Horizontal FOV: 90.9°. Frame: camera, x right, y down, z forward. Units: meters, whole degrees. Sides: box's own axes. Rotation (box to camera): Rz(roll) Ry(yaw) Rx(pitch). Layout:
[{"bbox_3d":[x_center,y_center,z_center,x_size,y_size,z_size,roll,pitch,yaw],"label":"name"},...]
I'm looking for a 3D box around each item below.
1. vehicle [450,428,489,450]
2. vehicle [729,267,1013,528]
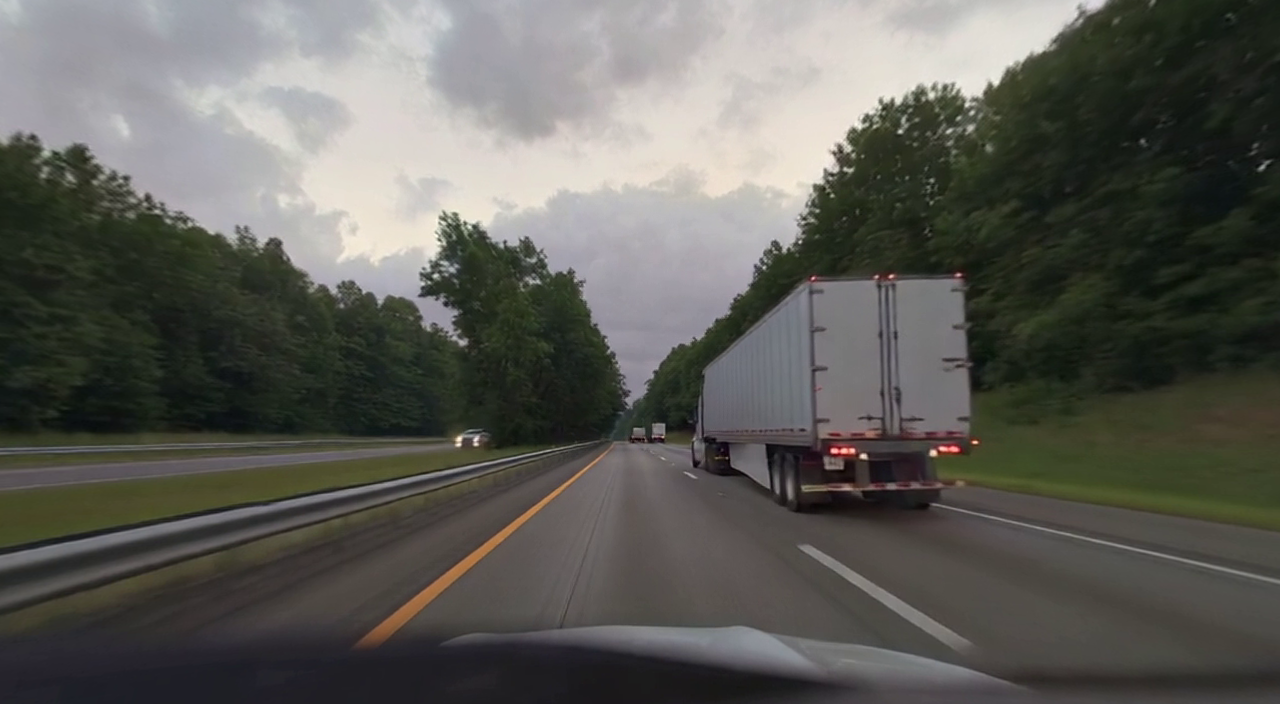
[{"bbox_3d":[-12.818,6.587,47.720,1.885,1.570,4.173,0,-8,-1],"label":"vehicle"},{"bbox_3d":[4.095,1.207,13.929,2.861,3.991,8.583,0,-8,-1],"label":"vehicle"}]
